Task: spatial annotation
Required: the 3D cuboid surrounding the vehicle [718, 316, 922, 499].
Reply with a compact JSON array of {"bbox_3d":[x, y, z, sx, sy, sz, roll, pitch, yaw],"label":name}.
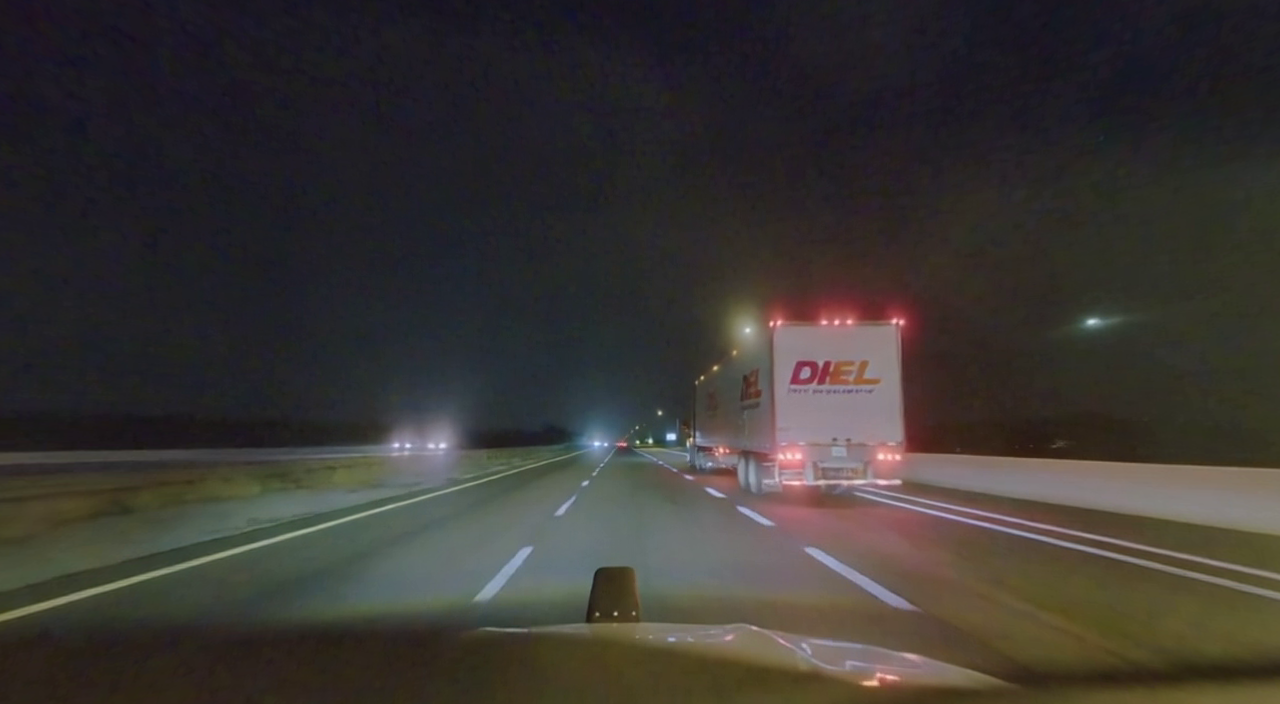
[{"bbox_3d":[4.329,1.729,17.583,2.880,3.918,8.254,0,-8,-2],"label":"vehicle"}]
